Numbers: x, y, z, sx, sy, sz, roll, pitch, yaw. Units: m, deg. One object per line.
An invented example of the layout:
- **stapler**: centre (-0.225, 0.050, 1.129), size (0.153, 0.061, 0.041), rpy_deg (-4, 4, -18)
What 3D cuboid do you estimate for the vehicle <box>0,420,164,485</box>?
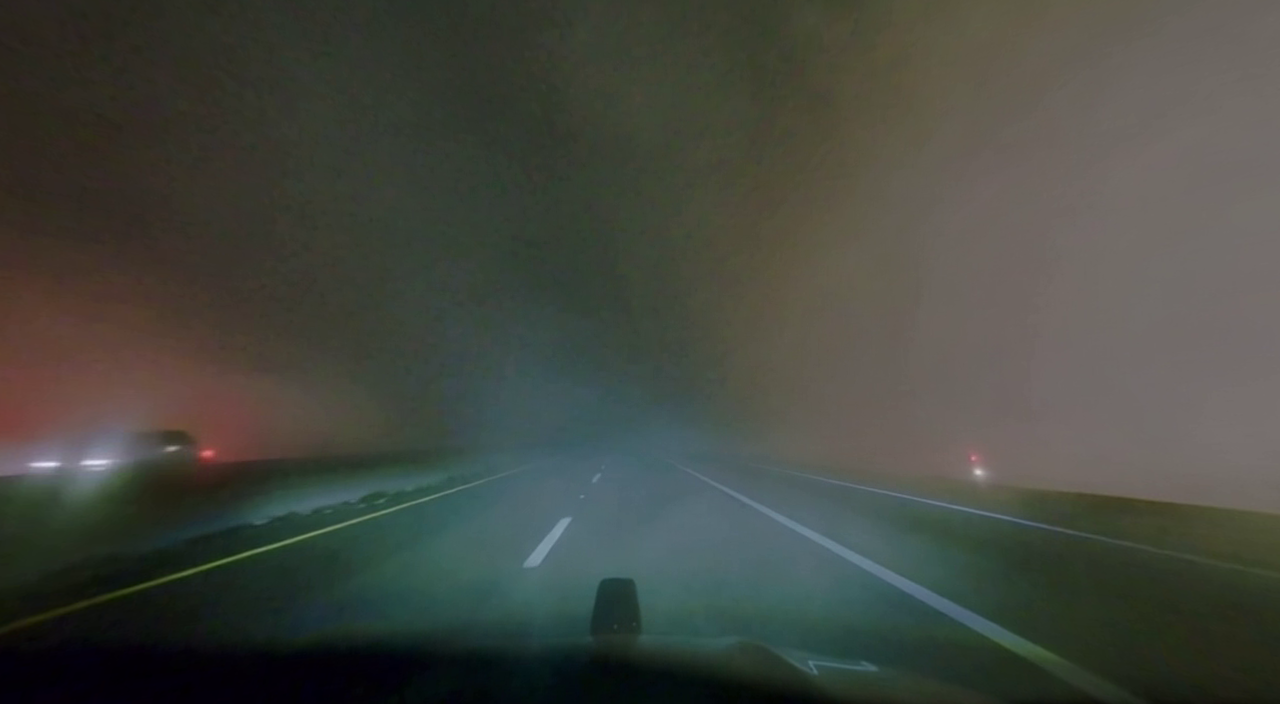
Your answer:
- **vehicle**: centre (-15.091, 2.591, 16.586), size (1.817, 1.483, 4.157), rpy_deg (0, -8, -1)
